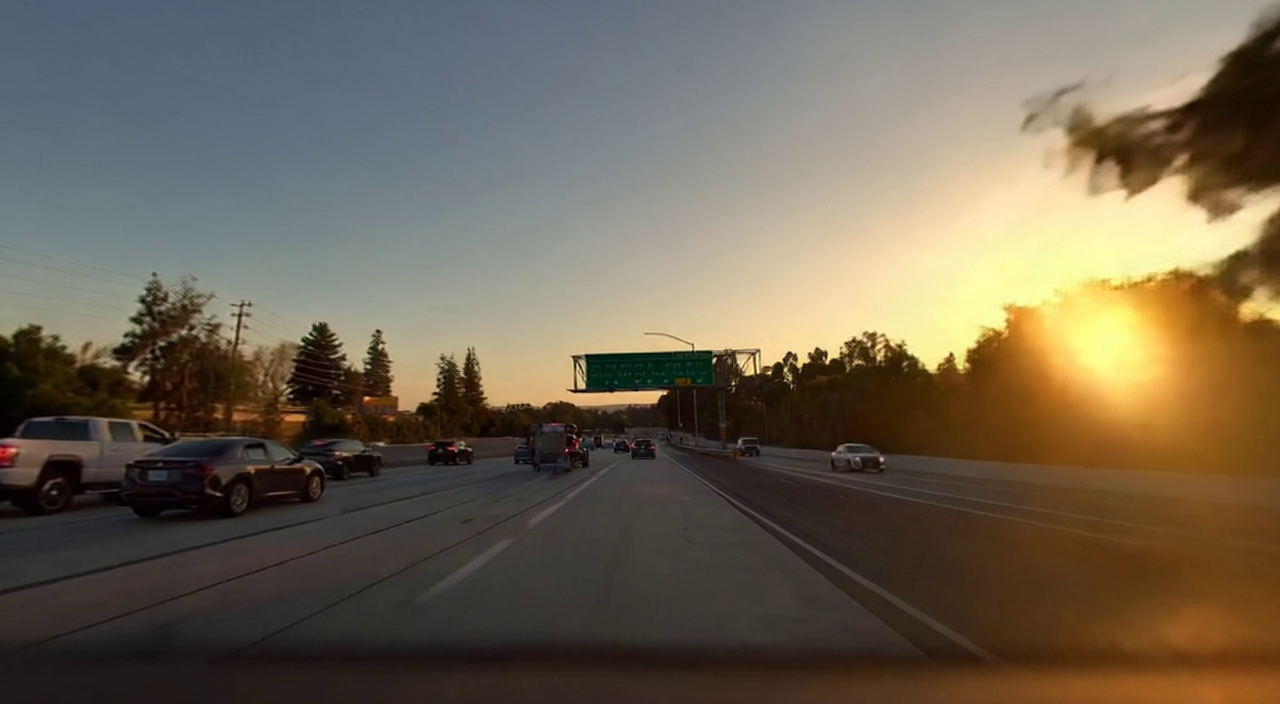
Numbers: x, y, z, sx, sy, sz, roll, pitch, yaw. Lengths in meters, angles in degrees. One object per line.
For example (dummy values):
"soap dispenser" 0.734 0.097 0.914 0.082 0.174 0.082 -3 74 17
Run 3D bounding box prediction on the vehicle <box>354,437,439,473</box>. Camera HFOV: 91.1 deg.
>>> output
"vehicle" -10.849 4.611 28.418 1.884 1.453 4.579 0 -8 2

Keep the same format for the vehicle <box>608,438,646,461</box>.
"vehicle" -0.854 6.733 43.517 2.013 1.444 4.447 -1 -8 6

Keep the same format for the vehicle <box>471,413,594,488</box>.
"vehicle" -3.251 3.225 20.902 2.815 2.092 6.526 0 -8 1

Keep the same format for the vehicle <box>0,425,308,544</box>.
"vehicle" -7.635 1.989 10.162 1.964 1.481 4.425 0 -8 2

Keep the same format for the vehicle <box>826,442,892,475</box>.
"vehicle" 11.973 5.828 34.666 2.048 1.720 4.524 0 -8 1
